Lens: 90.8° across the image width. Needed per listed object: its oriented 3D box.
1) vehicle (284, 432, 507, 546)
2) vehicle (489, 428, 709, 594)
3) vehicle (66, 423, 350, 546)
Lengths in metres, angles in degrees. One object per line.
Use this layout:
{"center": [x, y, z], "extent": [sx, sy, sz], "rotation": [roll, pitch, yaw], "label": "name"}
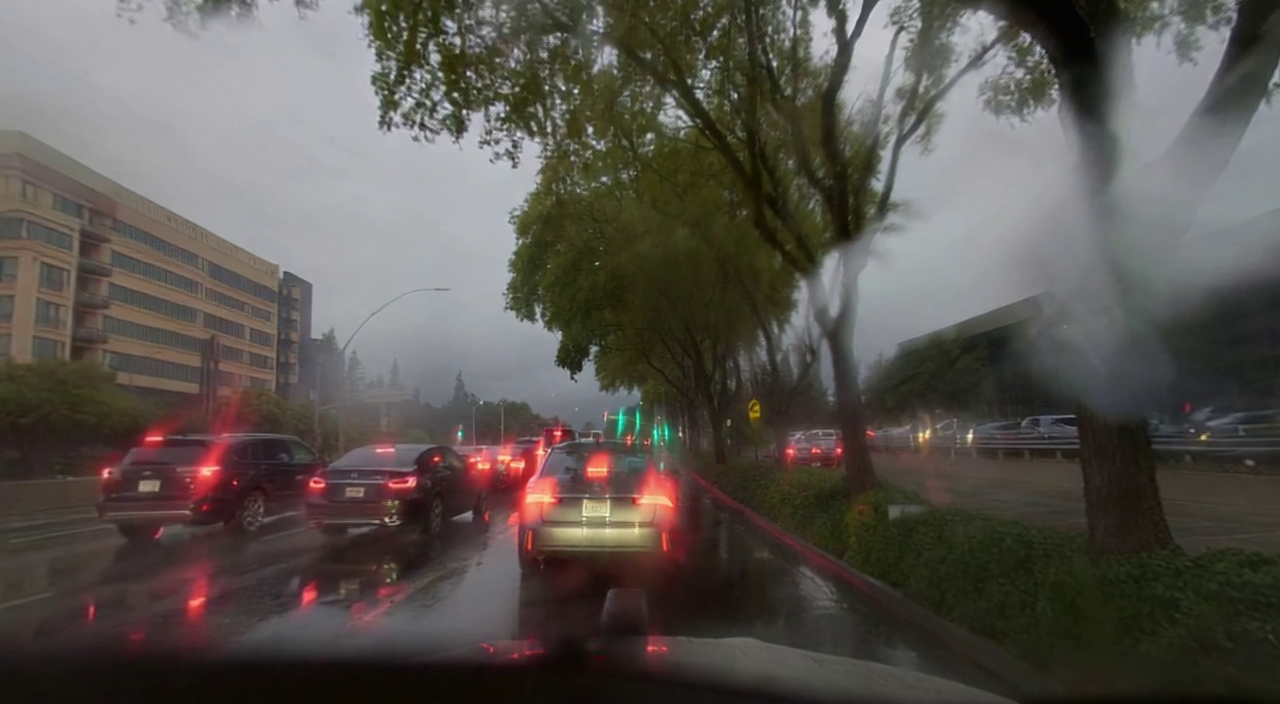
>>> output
{"center": [-3.805, 2.192, 10.875], "extent": [1.913, 1.521, 4.539], "rotation": [0, -9, 1], "label": "vehicle"}
{"center": [-0.383, 1.804, 8.005], "extent": [2.066, 1.544, 3.954], "rotation": [0, -9, 0], "label": "vehicle"}
{"center": [-7.340, 2.268, 11.460], "extent": [2.068, 1.784, 4.224], "rotation": [0, -9, 1], "label": "vehicle"}
